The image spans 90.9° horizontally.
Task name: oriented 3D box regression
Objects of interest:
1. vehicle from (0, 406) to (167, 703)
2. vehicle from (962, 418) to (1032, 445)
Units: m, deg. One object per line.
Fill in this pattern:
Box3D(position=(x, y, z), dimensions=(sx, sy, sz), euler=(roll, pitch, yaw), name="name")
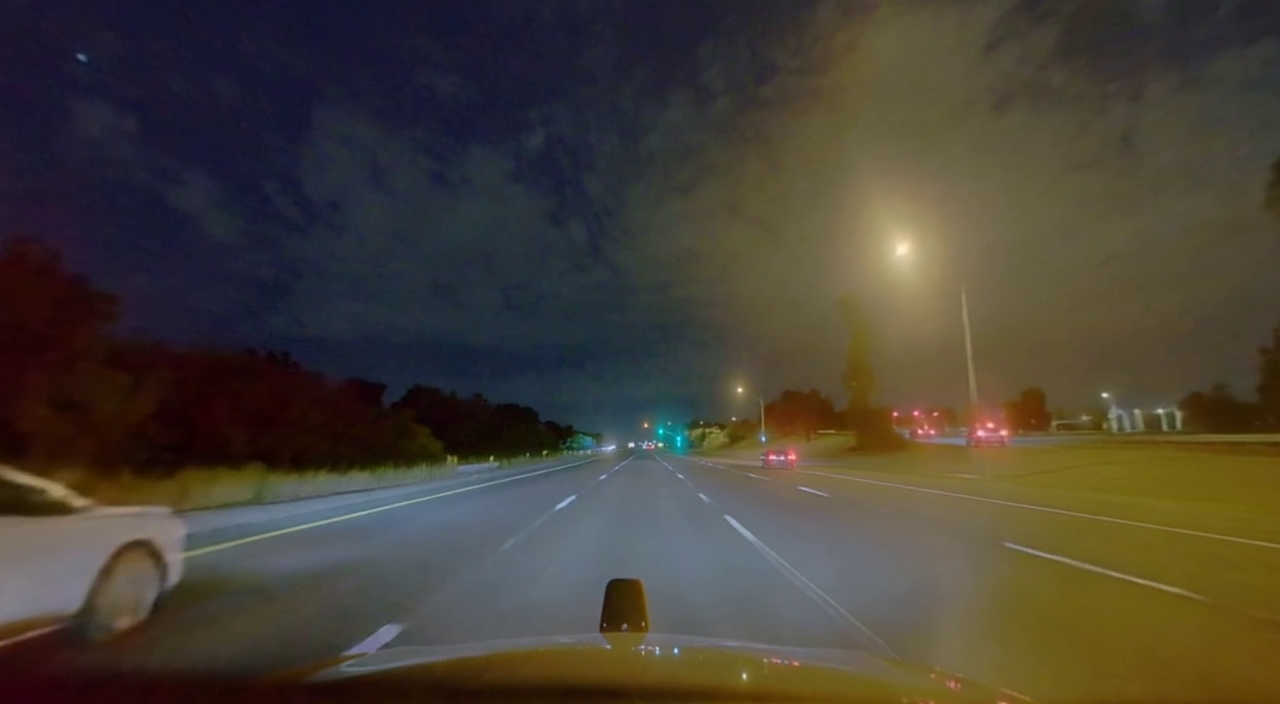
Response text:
Box3D(position=(-4.119, 0.851, 1.830), dimensions=(2.021, 1.526, 4.385), euler=(0, -8, 1), name="vehicle")
Box3D(position=(23.868, 5.387, 42.353), dimensions=(2.235, 1.713, 4.397), euler=(0, -8, 1), name="vehicle")
